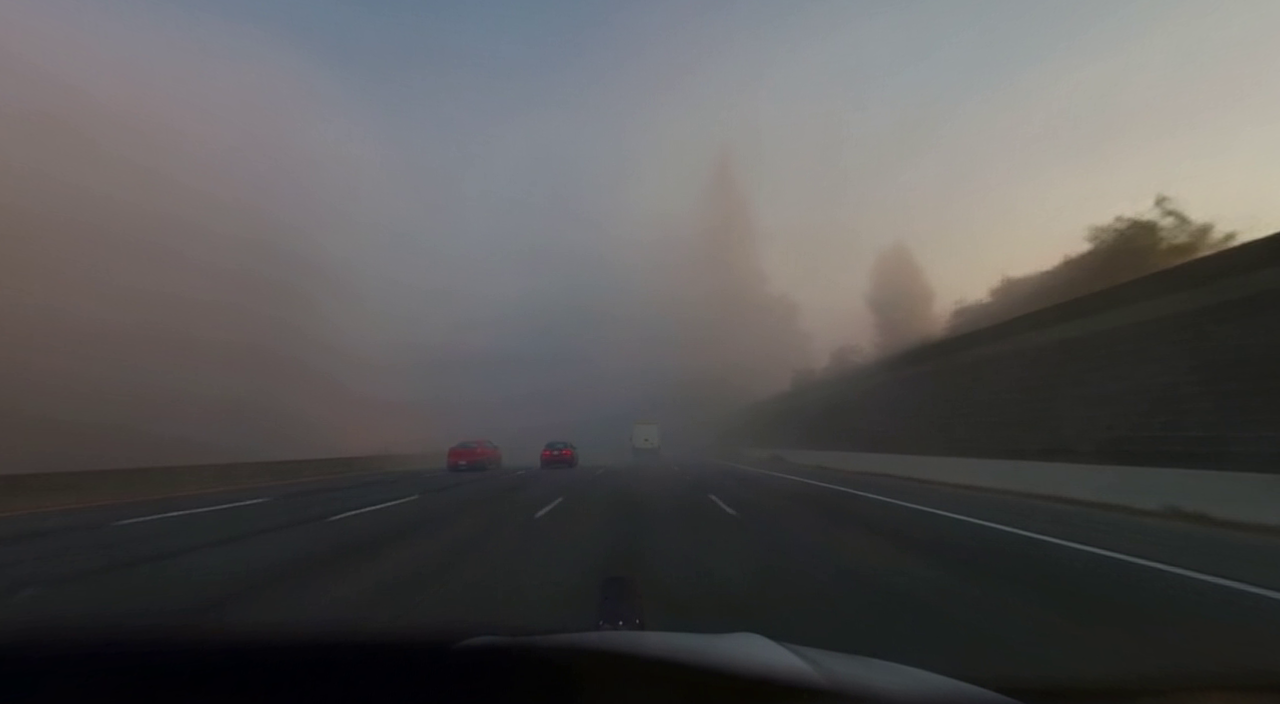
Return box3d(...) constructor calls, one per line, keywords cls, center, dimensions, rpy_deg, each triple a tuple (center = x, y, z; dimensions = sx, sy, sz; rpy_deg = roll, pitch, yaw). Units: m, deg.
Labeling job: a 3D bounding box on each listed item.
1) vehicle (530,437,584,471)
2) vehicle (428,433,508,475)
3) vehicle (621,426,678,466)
box3d(cls="vehicle", center=(-4.003, 4.985, 31.014), dimensions=(2.000, 1.512, 4.371), rpy_deg=(0, -8, 1))
box3d(cls="vehicle", center=(-7.449, 4.480, 27.844), dimensions=(2.189, 1.673, 4.699), rpy_deg=(0, -8, 0))
box3d(cls="vehicle", center=(0.479, 5.102, 34.149), dimensions=(2.856, 1.994, 4.931), rpy_deg=(0, -8, 0))
